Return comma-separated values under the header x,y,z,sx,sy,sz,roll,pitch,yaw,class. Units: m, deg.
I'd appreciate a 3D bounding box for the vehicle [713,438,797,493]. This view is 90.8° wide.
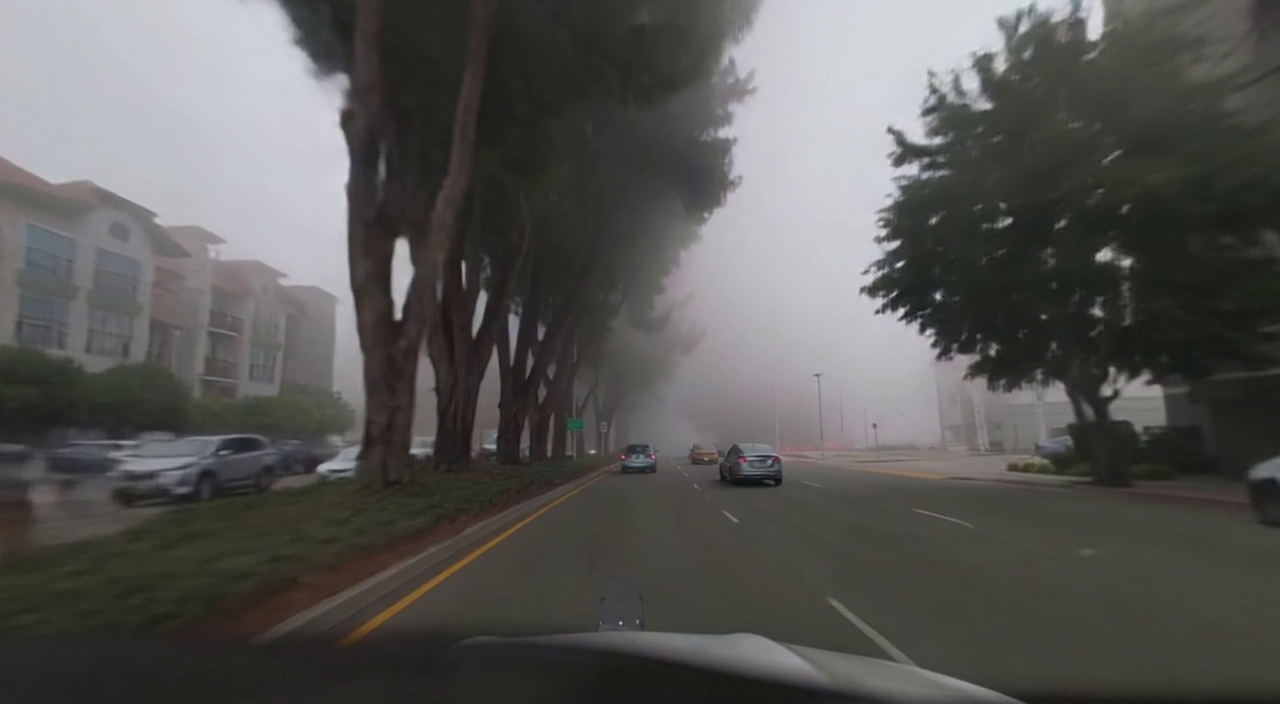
x,y,z,sx,sy,sz,roll,pitch,yaw,class
3.426,3.457,19.576,1.852,1.498,3.825,0,-9,0,vehicle

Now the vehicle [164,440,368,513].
x,y,z,sx,sy,sz,roll,pitch,yaw,class
-8.434,2.815,14.861,2.007,1.443,4.447,0,-9,1,vehicle

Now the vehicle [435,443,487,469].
x,y,z,sx,sy,sz,roll,pitch,yaw,class
-11.345,6.617,40.383,1.923,1.502,4.422,0,-9,1,vehicle

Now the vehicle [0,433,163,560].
x,y,z,sx,sy,sz,roll,pitch,yaw,class
-8.478,1.718,7.571,1.992,1.465,4.458,0,-9,0,vehicle

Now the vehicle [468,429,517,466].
x,y,z,sx,sy,sz,roll,pitch,yaw,class
-11.222,7.299,48.562,2.263,2.542,5.913,-2,-8,1,vehicle

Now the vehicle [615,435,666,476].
x,y,z,sx,sy,sz,roll,pitch,yaw,class
0.068,4.616,28.285,2.101,1.694,3.979,0,-9,2,vehicle

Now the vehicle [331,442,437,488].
x,y,z,sx,sy,sz,roll,pitch,yaw,class
-8.908,3.960,22.444,1.850,1.447,4.436,0,-9,0,vehicle
